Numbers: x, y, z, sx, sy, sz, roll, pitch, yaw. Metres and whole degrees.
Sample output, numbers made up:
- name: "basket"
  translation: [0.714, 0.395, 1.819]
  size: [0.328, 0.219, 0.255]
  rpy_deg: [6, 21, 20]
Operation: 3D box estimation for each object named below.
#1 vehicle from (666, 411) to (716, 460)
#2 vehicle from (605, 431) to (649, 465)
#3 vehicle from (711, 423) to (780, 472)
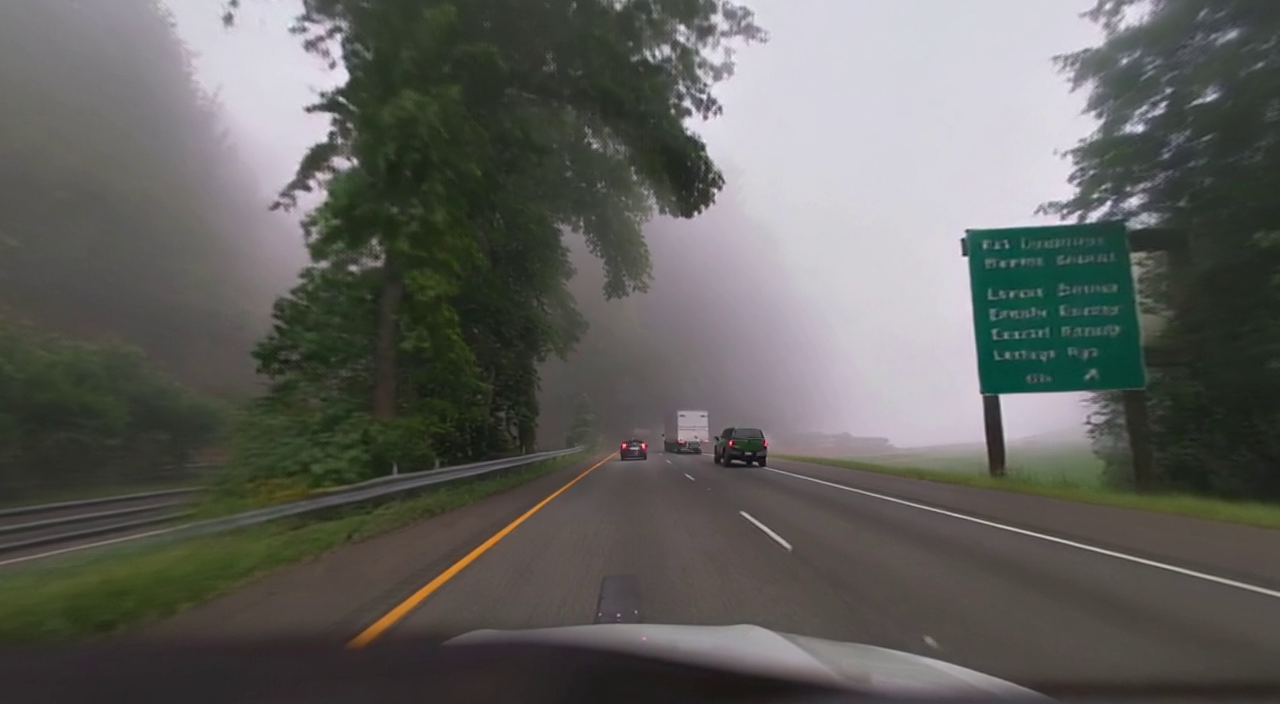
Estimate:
- name: "vehicle"
  translation: [3.351, 5.709, 43.105]
  size: [2.728, 3.053, 7.708]
  rpy_deg: [0, -8, 0]
- name: "vehicle"
  translation: [-0.680, 5.098, 33.845]
  size: [2.206, 1.681, 4.111]
  rpy_deg: [0, -8, -1]
- name: "vehicle"
  translation: [4.329, 3.992, 26.627]
  size: [2.073, 1.905, 4.023]
  rpy_deg: [0, -8, -2]
